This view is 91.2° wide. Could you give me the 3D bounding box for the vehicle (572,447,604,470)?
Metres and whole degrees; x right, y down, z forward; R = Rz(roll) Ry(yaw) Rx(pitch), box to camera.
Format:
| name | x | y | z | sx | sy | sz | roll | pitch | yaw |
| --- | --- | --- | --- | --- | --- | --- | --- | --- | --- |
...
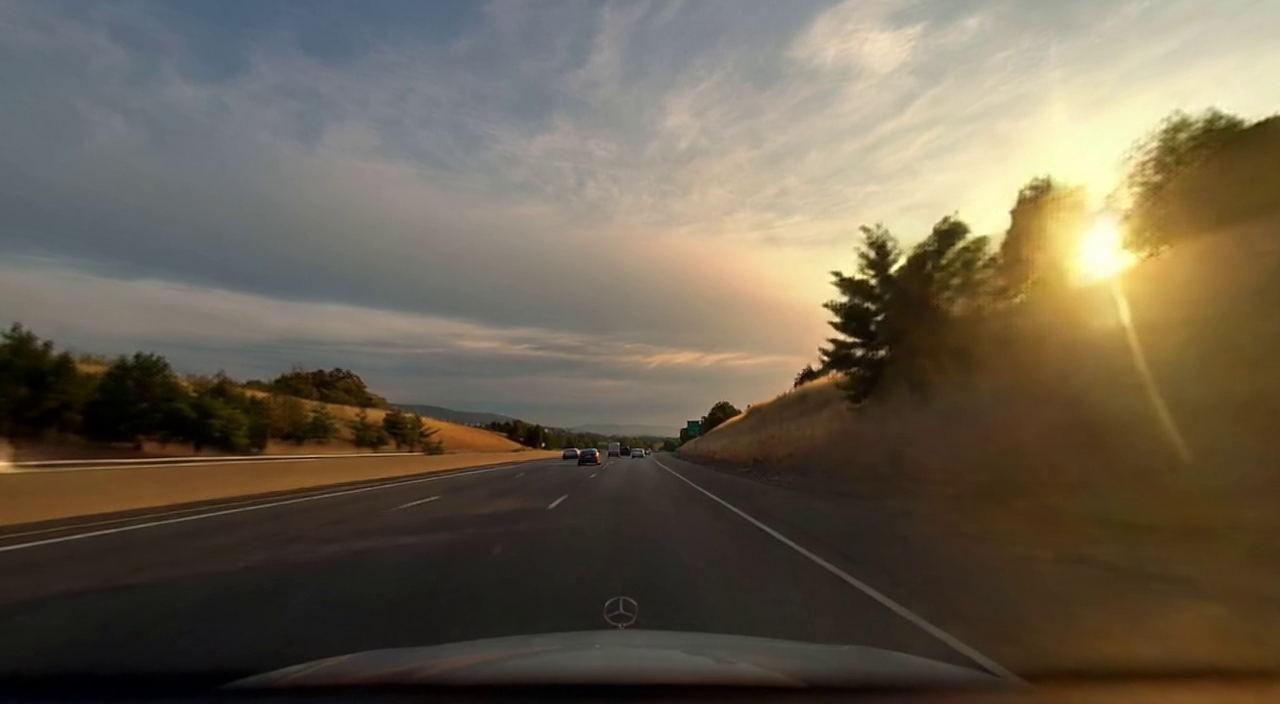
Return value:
| name | x | y | z | sx | sy | sz | roll | pitch | yaw |
| --- | --- | --- | --- | --- | --- | --- | --- | --- | --- |
| vehicle | -3.479 | 7.196 | 42.619 | 1.895 | 1.482 | 3.852 | 0 | -9 | 0 |
